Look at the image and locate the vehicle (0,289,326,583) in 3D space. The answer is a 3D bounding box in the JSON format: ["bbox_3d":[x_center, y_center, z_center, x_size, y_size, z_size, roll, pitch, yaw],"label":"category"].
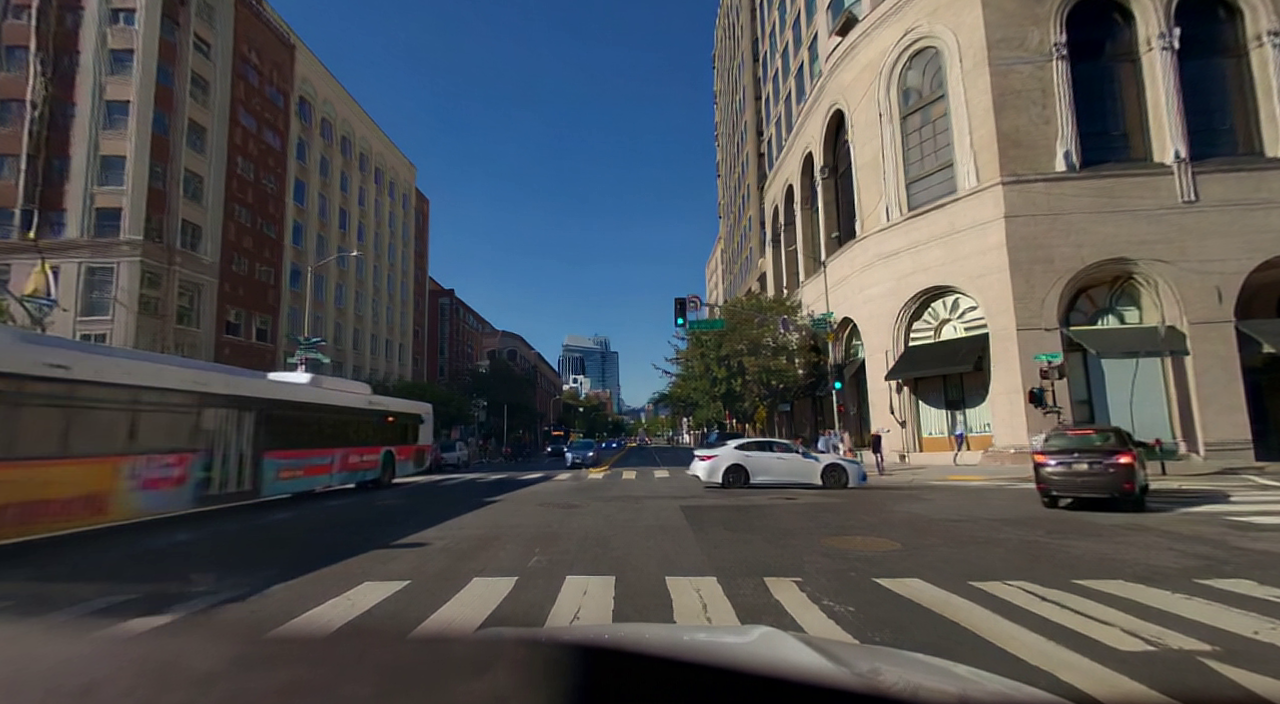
[{"bbox_3d":[-8.949,1.289,9.461,2.916,3.427,10.189,0,-8,2],"label":"vehicle"}]

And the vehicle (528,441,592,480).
[{"bbox_3d":[-3.111,4.336,25.491,1.904,1.402,4.759,0,-8,1],"label":"vehicle"}]

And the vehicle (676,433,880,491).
[{"bbox_3d":[3.920,3.084,17.955,5.388,1.465,2.050,-3,-9,20],"label":"vehicle"}]

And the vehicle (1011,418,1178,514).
[{"bbox_3d":[8.896,2.117,12.182,2.006,1.495,4.271,-8,-11,42],"label":"vehicle"}]
